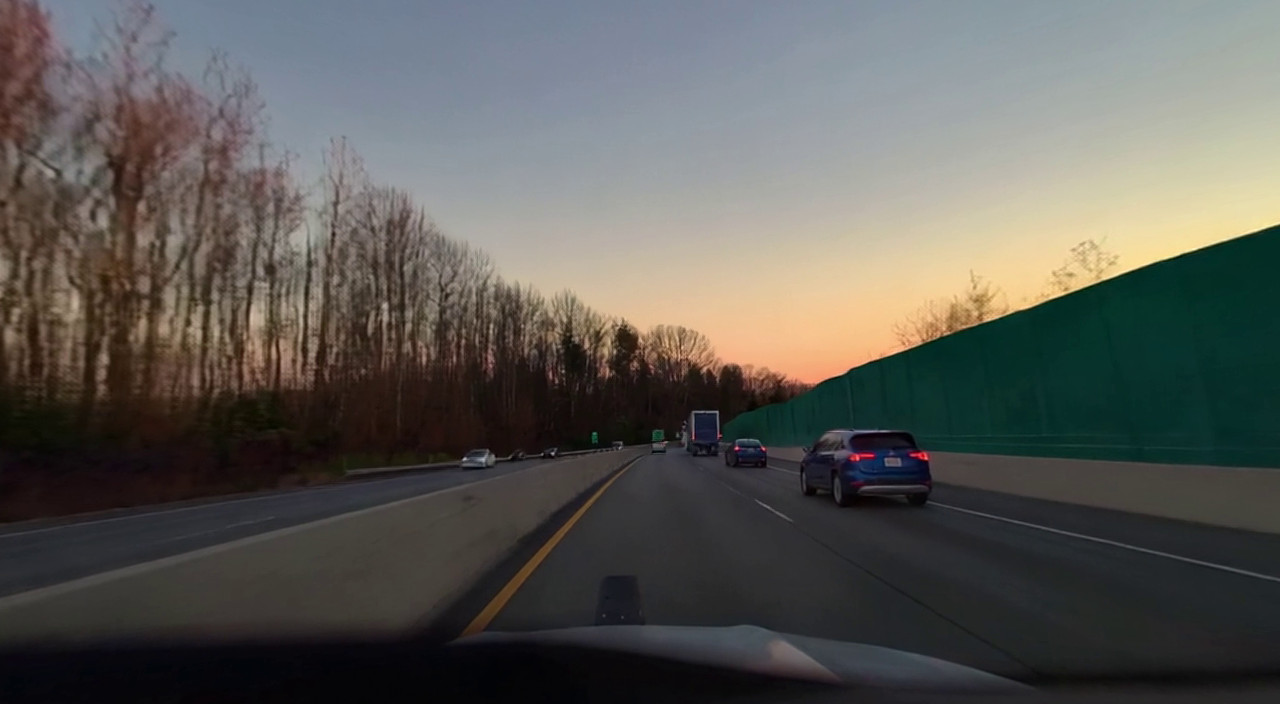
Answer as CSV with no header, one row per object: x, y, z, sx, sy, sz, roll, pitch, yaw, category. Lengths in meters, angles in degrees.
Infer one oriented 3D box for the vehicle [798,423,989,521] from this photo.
4.575,2.213,12.135,1.940,1.539,4.005,0,-8,-1,vehicle

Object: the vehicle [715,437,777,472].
4.732,4.630,28.695,2.000,1.473,4.440,0,-8,-1,vehicle

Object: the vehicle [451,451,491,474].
-11.954,7.794,44.773,1.810,1.481,3.837,0,-8,-1,vehicle
